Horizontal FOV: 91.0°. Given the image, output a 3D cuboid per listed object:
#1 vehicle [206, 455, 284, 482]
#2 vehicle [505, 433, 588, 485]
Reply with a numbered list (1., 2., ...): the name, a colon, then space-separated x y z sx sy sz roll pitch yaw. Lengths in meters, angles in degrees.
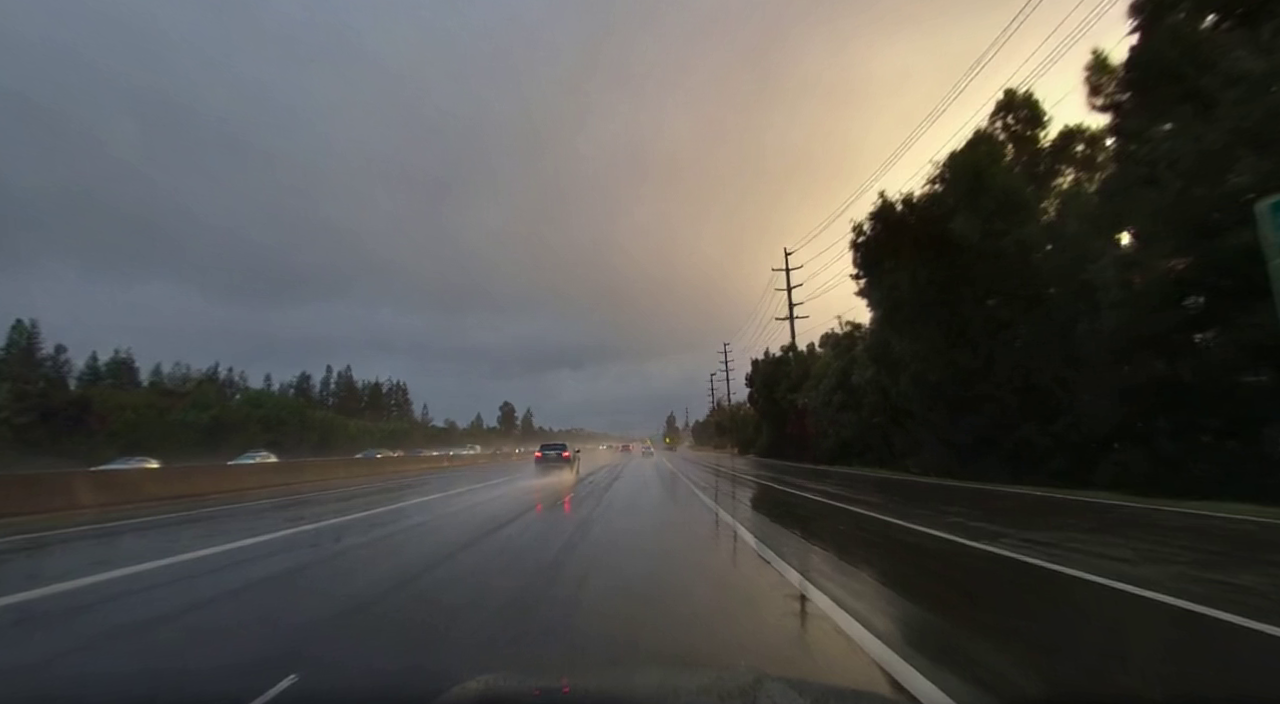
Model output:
1. vehicle: -24.260 7.131 38.885 1.840 1.510 4.549 0 -9 1
2. vehicle: -3.727 4.423 26.336 2.577 1.939 5.408 0 -9 1
